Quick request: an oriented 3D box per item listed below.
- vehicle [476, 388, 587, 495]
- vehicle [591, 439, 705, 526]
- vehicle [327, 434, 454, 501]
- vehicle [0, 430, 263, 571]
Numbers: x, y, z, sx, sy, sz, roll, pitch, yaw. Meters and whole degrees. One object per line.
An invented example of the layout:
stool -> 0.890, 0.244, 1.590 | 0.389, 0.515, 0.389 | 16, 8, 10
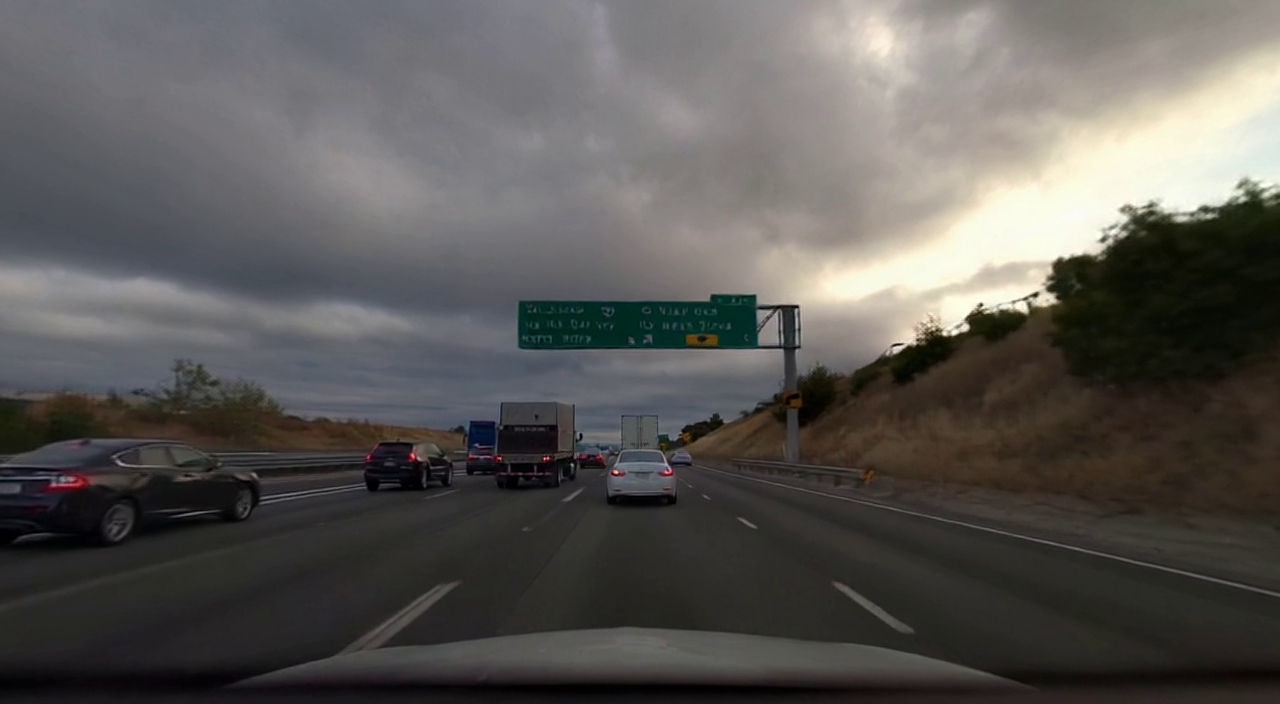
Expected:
vehicle -> -3.731, 3.370, 23.619 | 2.812, 3.342, 7.248 | -1, -9, 1
vehicle -> 0.097, 2.572, 12.858 | 1.995, 1.495, 3.380 | 0, -9, -1
vehicle -> -7.306, 3.429, 19.020 | 1.952, 1.746, 4.332 | -1, -9, 1
vehicle -> -7.892, 1.984, 9.191 | 1.879, 1.521, 4.623 | -1, -9, 1
